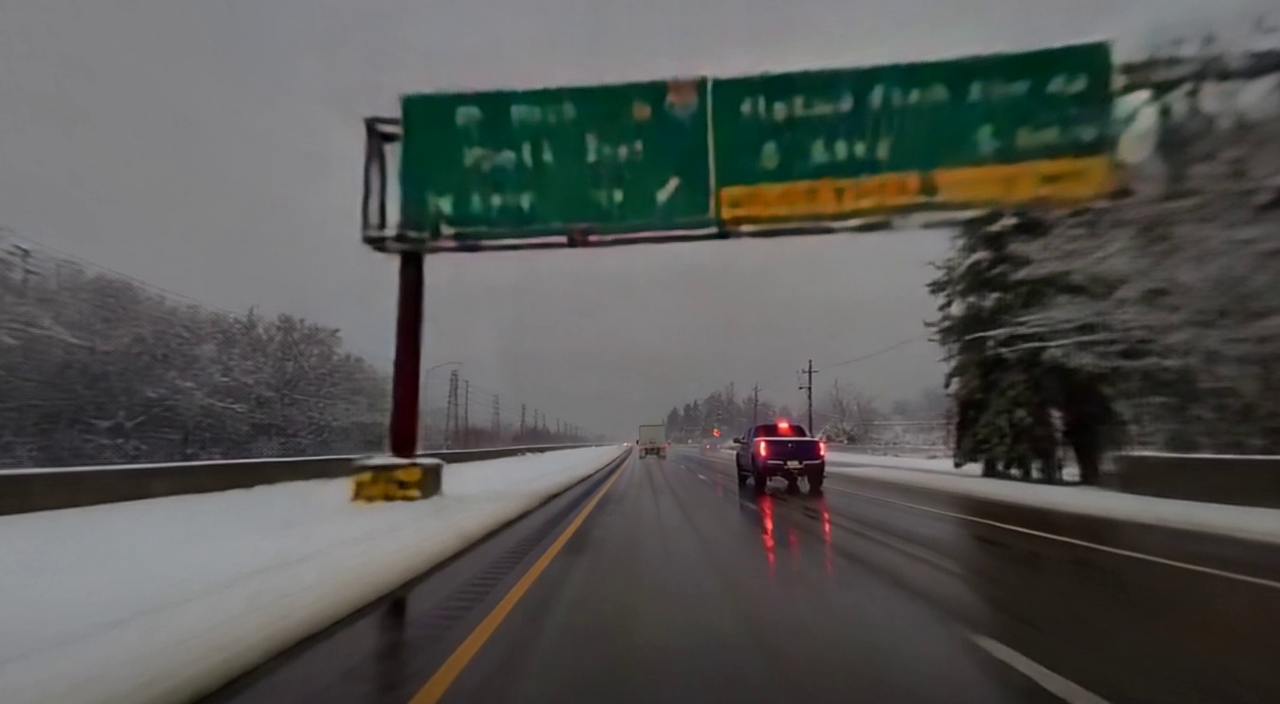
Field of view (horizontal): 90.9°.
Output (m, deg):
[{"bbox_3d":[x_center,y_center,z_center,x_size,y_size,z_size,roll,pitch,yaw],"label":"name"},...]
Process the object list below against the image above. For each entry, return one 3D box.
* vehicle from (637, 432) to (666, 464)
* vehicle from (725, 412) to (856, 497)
[{"bbox_3d":[0.884,7.372,48.570,2.099,2.260,4.899,0,-8,0],"label":"vehicle"},{"bbox_3d":[4.251,3.056,19.105,2.594,2.155,5.670,-1,-8,1],"label":"vehicle"}]
